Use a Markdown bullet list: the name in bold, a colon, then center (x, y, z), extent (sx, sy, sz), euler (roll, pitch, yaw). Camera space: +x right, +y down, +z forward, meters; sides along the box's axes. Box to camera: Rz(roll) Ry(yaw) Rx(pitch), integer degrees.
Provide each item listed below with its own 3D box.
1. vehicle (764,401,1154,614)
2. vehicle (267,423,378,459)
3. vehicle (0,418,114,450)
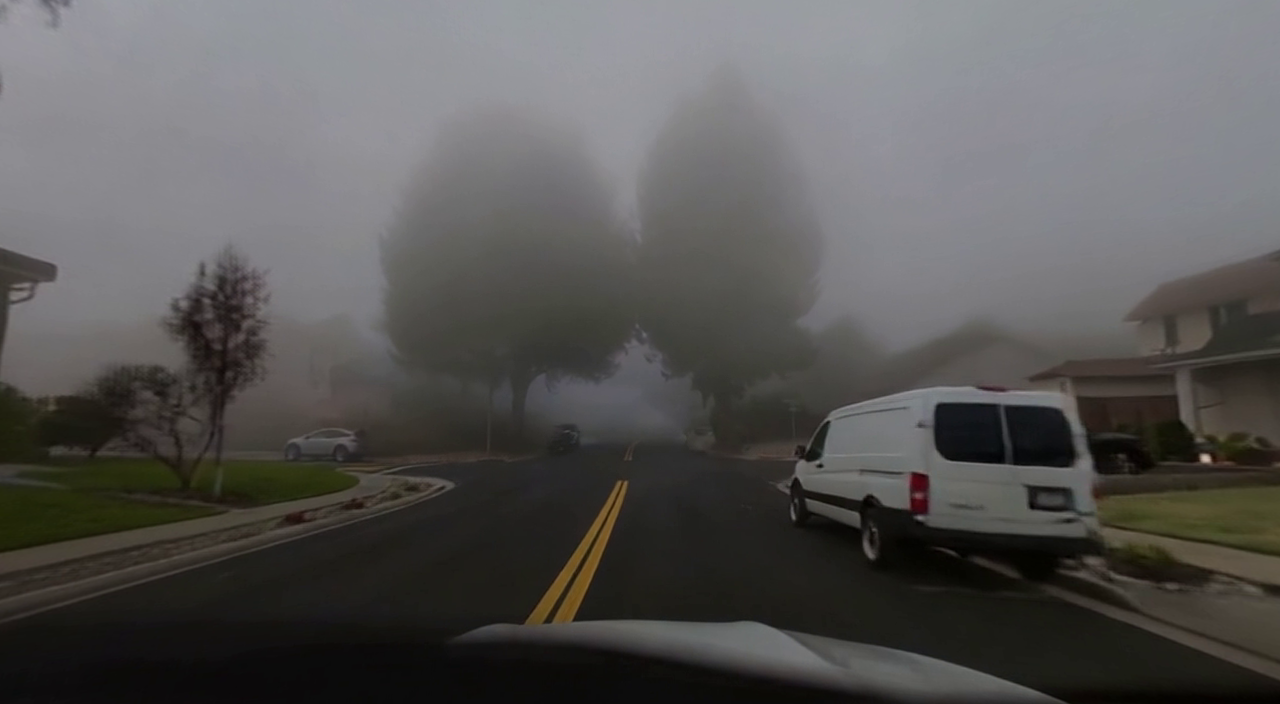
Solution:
- **vehicle**: center (3.096, 1.629, 7.853), extent (2.074, 1.646, 5.457), euler (1, -8, 1)
- **vehicle**: center (-16.818, 4.777, 33.683), extent (4.722, 1.730, 2.109), euler (0, -11, 3)
- **vehicle**: center (-31.382, 4.434, 33.915), extent (4.562, 1.613, 1.979), euler (0, -10, 3)
